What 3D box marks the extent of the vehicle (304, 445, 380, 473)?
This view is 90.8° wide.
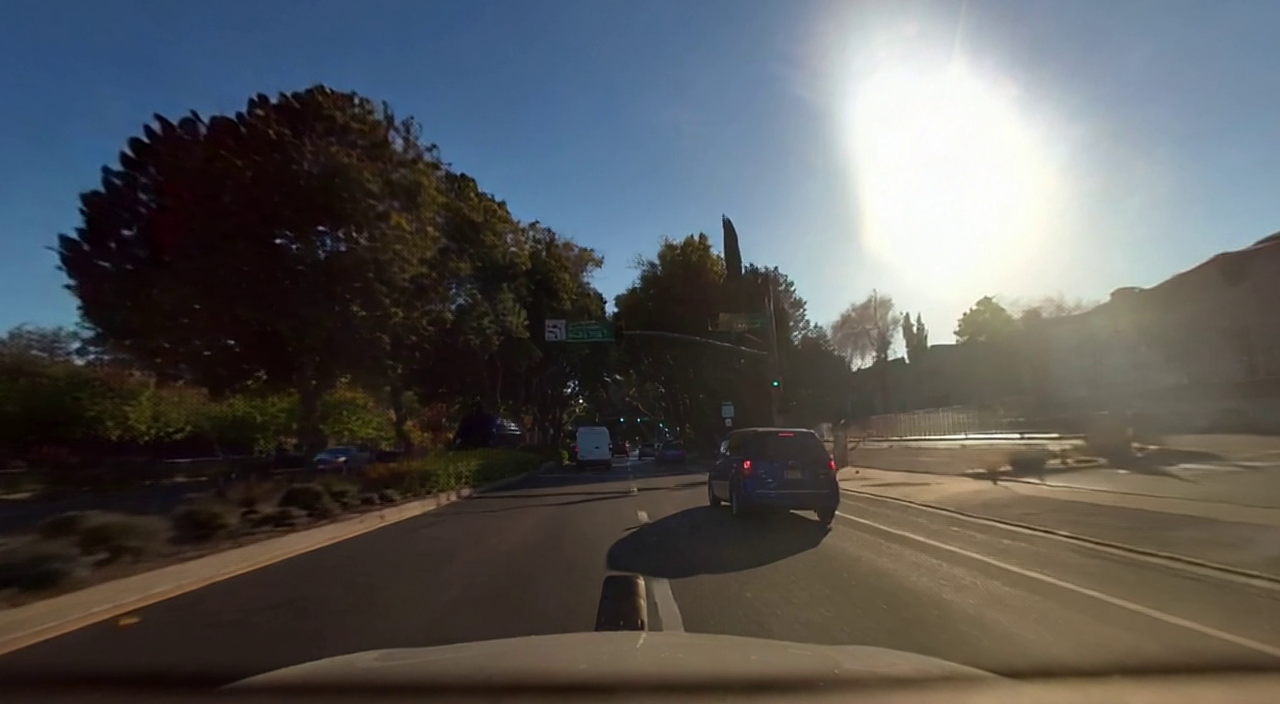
[{"bbox_3d":[-16.821,6.030,35.926,2.139,1.493,4.521,0,-8,0],"label":"vehicle"}]

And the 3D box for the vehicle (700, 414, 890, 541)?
[{"bbox_3d":[2.265,1.977,10.538,1.965,1.671,4.146,0,-8,-2],"label":"vehicle"}]

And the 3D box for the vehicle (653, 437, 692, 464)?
[{"bbox_3d":[2.093,6.574,42.290,2.248,1.692,4.252,0,-8,-2],"label":"vehicle"}]

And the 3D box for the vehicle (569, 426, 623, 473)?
[{"bbox_3d":[-2.026,4.666,30.424,2.228,2.054,4.309,0,-8,0],"label":"vehicle"}]
